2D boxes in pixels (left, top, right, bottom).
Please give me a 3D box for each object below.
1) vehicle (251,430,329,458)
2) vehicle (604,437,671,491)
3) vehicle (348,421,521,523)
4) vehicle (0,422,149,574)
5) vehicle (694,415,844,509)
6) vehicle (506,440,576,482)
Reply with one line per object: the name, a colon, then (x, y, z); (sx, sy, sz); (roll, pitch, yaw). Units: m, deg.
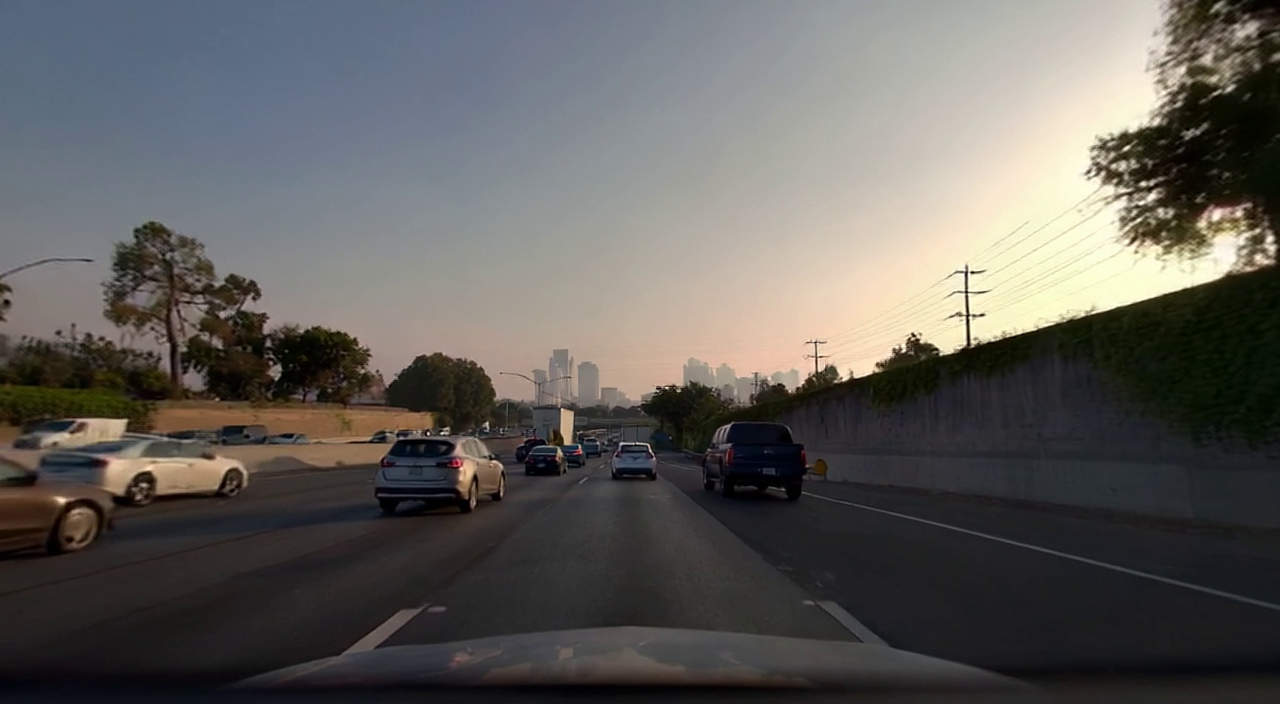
vehicle: (-20.738, 5.489, 37.578); (2.070, 1.583, 4.541); (0, -8, 0)
vehicle: (-0.053, 3.822, 21.848); (2.092, 1.671, 3.889); (0, -8, 1)
vehicle: (-3.931, 2.379, 13.037); (2.026, 1.719, 4.490); (0, -8, 0)
vehicle: (-7.533, 1.421, 5.933); (1.985, 1.529, 4.710); (0, -8, 1)
vehicle: (3.225, 2.953, 17.462); (2.793, 2.132, 5.682); (0, -8, -1)
vehicle: (-3.909, 4.410, 25.836); (2.049, 1.530, 4.707); (0, -8, 1)
